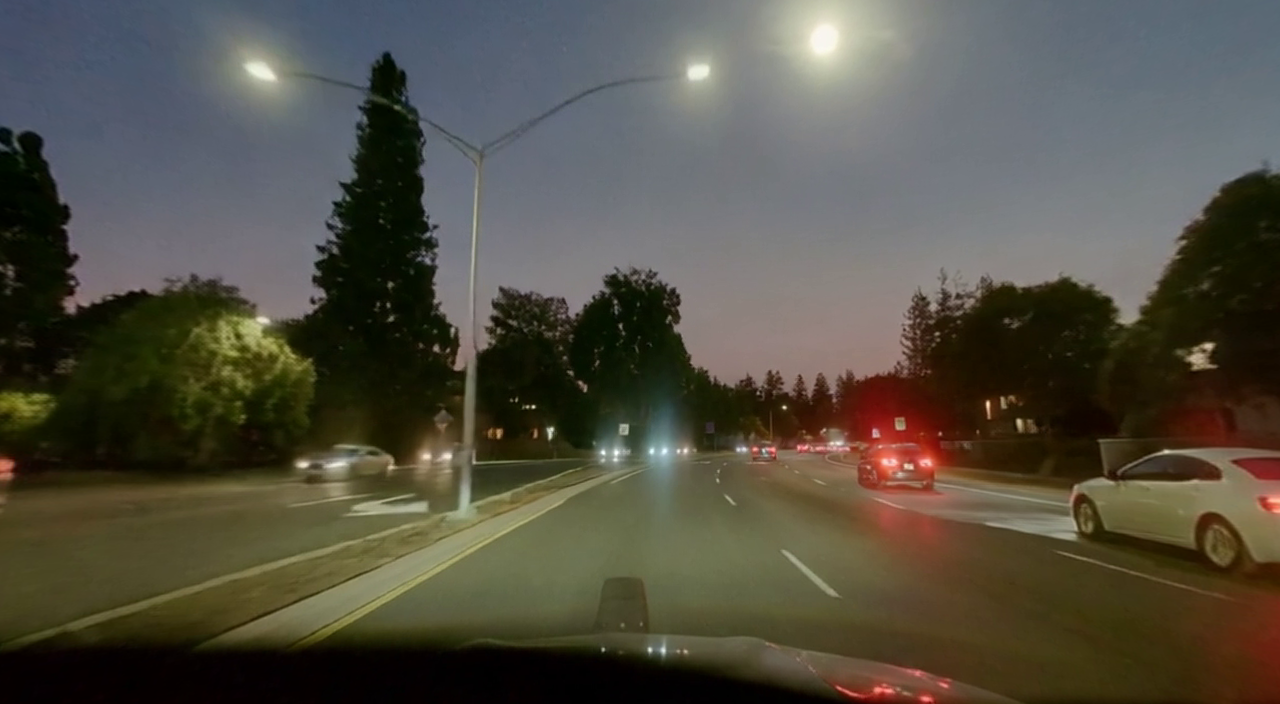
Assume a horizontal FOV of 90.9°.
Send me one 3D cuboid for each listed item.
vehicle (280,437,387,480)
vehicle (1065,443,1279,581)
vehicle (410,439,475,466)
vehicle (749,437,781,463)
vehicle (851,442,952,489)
[{"bbox_3d":[-11.245,3.911,23.452,1.764,1.457,3.794,-1,-8,6],"label":"vehicle"},{"bbox_3d":[7.442,1.792,7.539,1.783,1.386,4.433,0,-8,3],"label":"vehicle"},{"bbox_3d":[-12.955,6.614,41.702,1.952,1.686,4.494,-2,-8,15],"label":"vehicle"},{"bbox_3d":[8.494,6.688,43.089,1.991,1.684,4.127,-1,-8,10],"label":"vehicle"},{"bbox_3d":[8.890,3.850,21.859,1.855,1.444,4.389,0,-8,4],"label":"vehicle"}]
